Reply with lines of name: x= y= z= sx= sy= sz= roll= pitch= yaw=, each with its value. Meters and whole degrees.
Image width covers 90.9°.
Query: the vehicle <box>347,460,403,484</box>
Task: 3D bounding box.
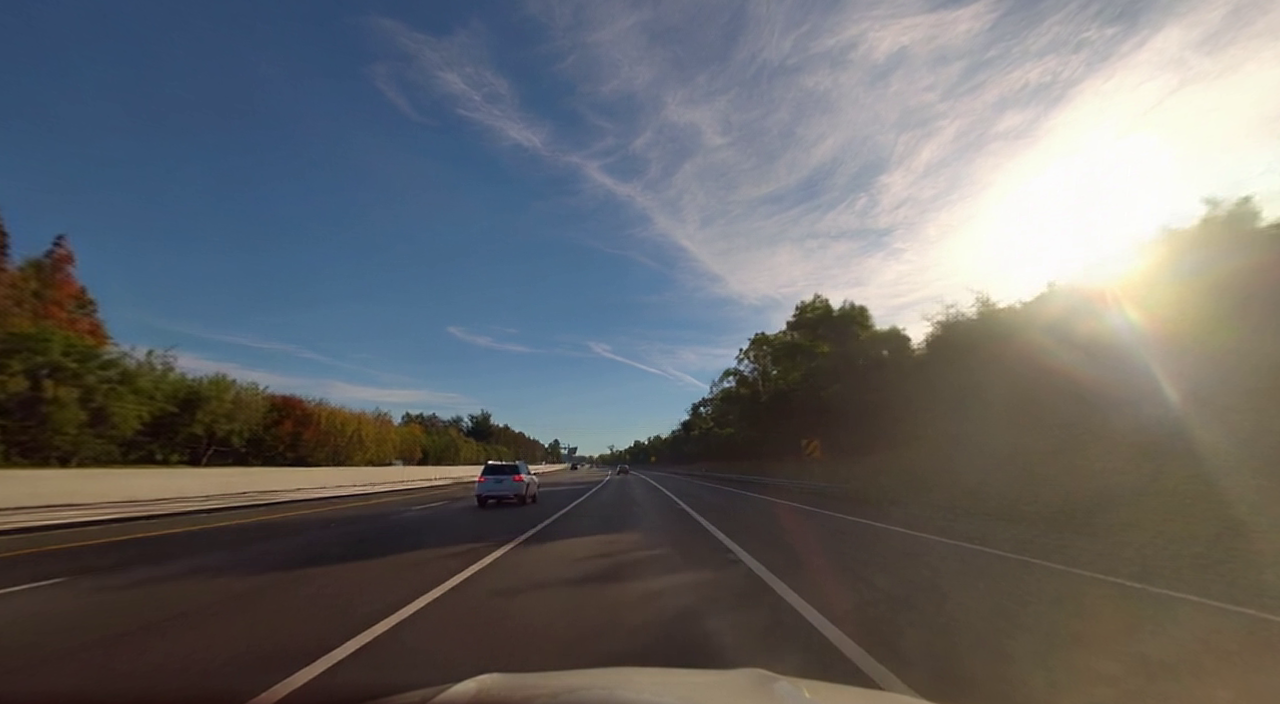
vehicle: x=-16.709 y=7.579 z=39.925 sx=1.795 sy=1.428 sz=4.090 roll=1 pitch=-10 yaw=0

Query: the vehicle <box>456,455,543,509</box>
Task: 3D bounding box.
vehicle: x=-4.548 y=4.288 z=20.974 sx=2.025 sy=1.584 sz=3.657 roll=1 pitch=-10 yaw=0
